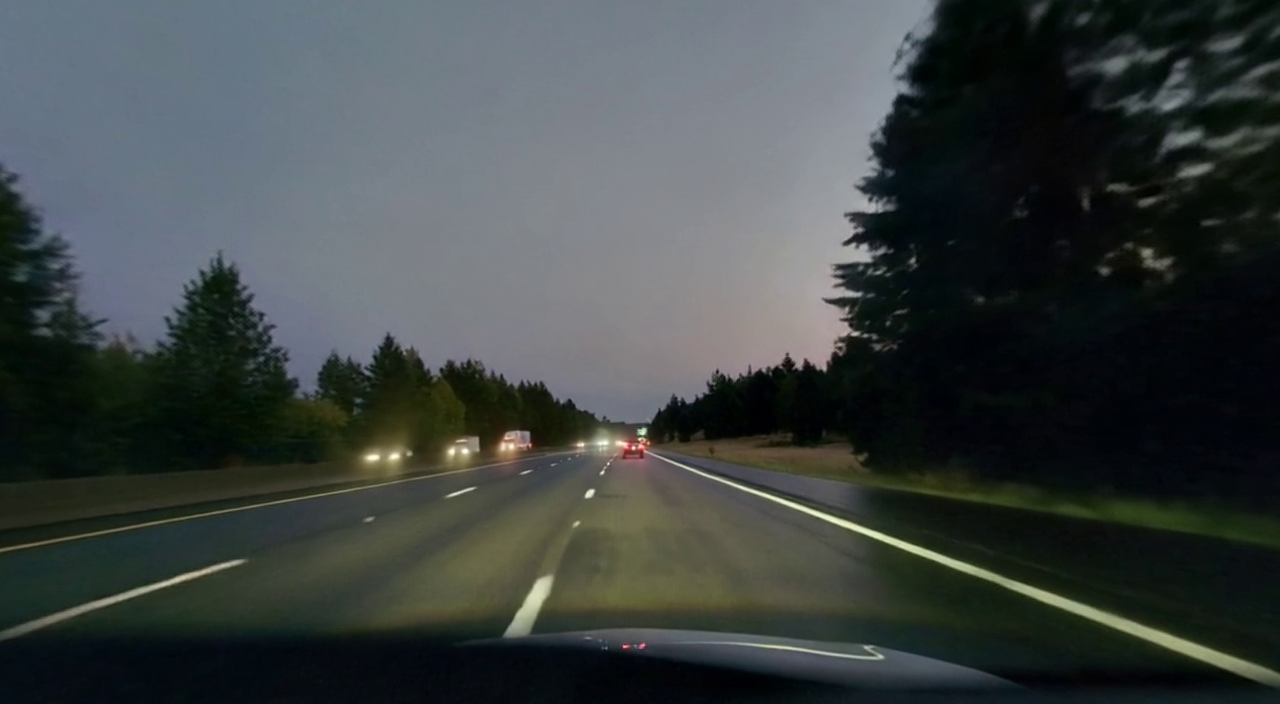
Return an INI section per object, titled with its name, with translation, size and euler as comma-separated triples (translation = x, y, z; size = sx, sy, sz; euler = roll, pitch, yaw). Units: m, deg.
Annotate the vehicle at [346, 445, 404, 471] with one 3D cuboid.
[vehicle]
translation = -16.859, 6.743, 40.280
size = 1.930, 1.507, 4.314
euler = 0, -8, -2
